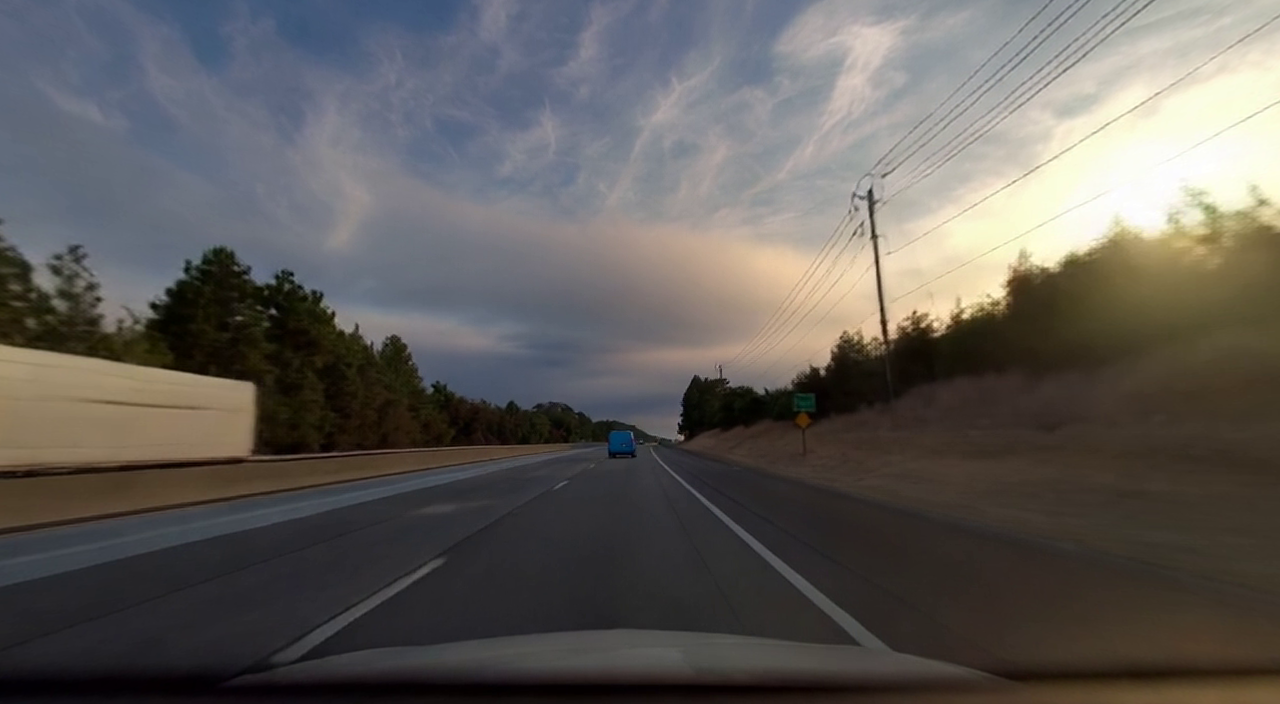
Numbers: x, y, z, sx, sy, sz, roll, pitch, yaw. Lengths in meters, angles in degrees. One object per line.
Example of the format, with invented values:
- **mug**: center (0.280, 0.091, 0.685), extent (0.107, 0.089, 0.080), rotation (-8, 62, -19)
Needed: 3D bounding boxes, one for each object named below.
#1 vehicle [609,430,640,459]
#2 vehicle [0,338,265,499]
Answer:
- **vehicle**: center (-1.022, 6.430, 43.804), extent (2.041, 1.856, 4.353), rotation (0, -8, 0)
- **vehicle**: center (-17.202, 2.121, 18.928), extent (2.870, 3.941, 14.518), rotation (0, -8, 0)
